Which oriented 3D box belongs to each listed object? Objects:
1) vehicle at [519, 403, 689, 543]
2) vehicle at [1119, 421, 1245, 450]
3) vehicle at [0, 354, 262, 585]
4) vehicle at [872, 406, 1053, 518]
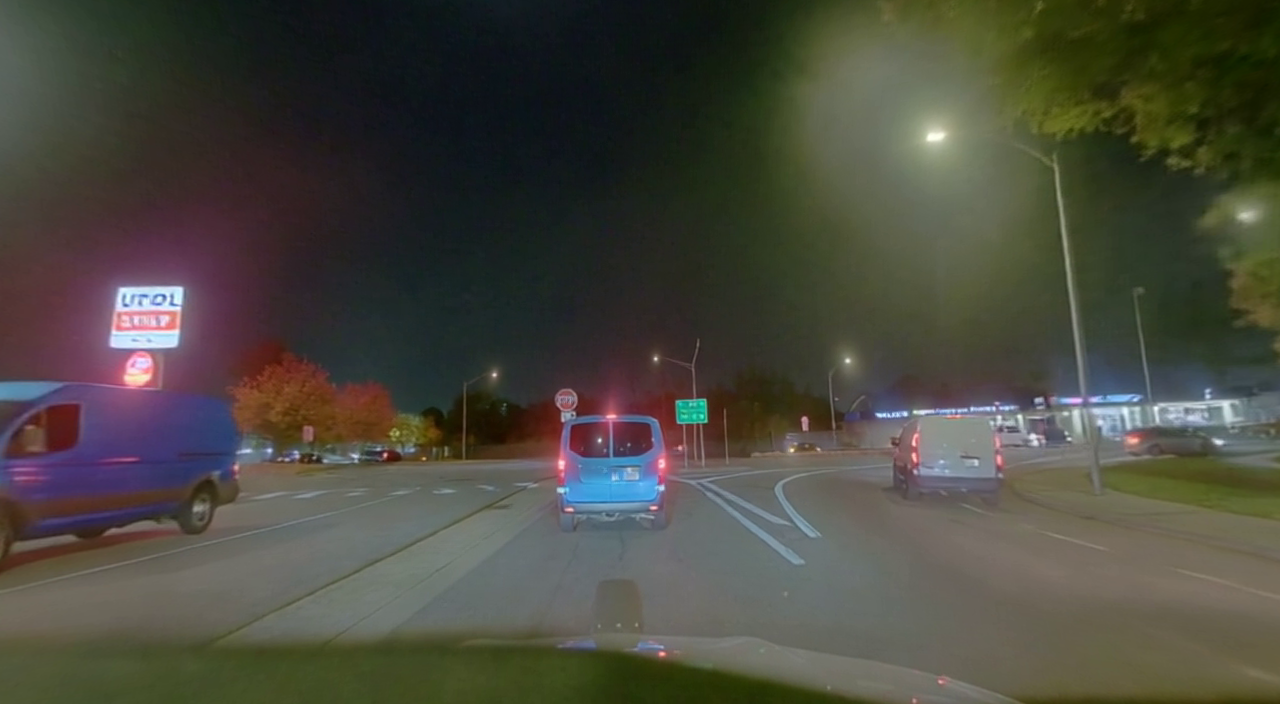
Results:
[{"bbox_3d":[-0.378,1.931,10.659,2.237,1.828,4.546,-1,-8,3],"label":"vehicle"},{"bbox_3d":[29.561,4.592,34.563,5.155,1.515,2.131,1,-8,-6],"label":"vehicle"},{"bbox_3d":[-7.986,1.541,8.649,2.426,2.410,5.046,0,-8,0],"label":"vehicle"},{"bbox_3d":[6.716,2.352,13.923,2.204,1.973,4.946,-2,-9,12],"label":"vehicle"}]
